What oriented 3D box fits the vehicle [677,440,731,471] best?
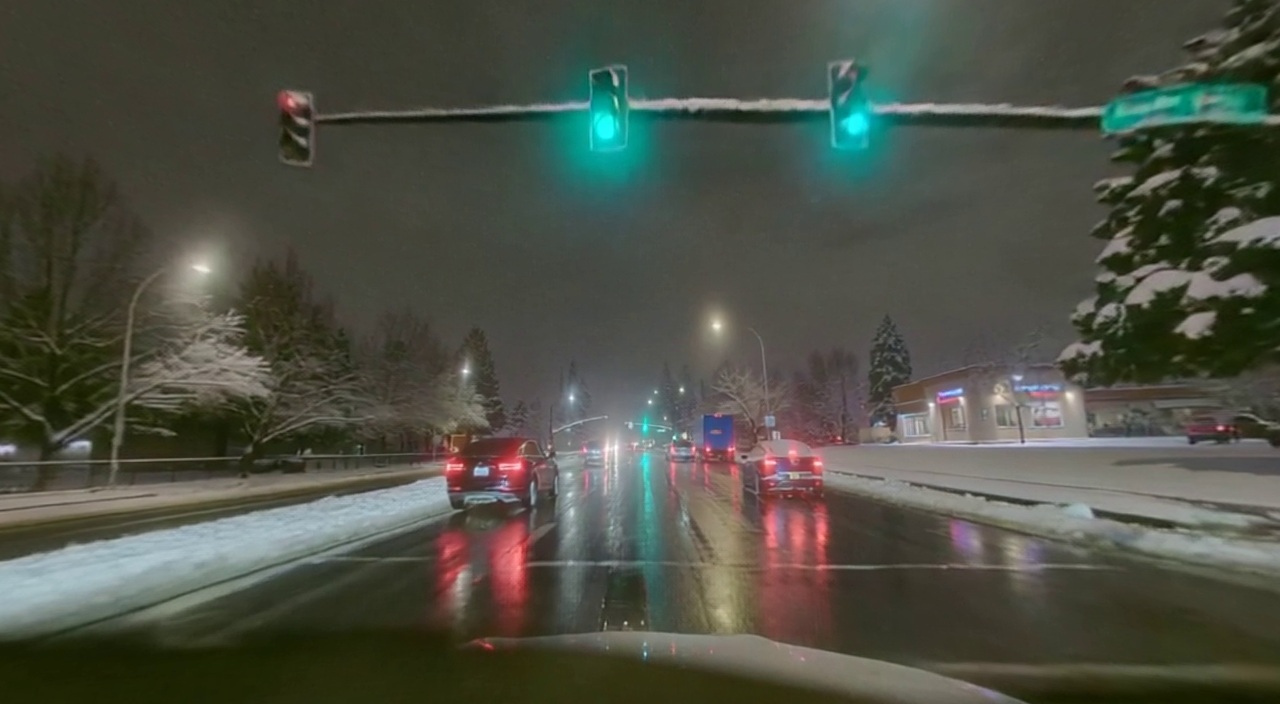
[{"bbox_3d":[3.186,5.299,32.397,2.020,1.461,4.326,0,-8,-4],"label":"vehicle"}]

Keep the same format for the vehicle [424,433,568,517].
[{"bbox_3d":[-2.908,2.594,13.840,2.003,1.509,4.396,-1,-8,2],"label":"vehicle"}]

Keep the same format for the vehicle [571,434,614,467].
[{"bbox_3d":[-2.714,5.761,36.998,2.137,1.796,4.304,0,-8,1],"label":"vehicle"}]

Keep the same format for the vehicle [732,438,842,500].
[{"bbox_3d":[3.805,3.099,17.123,1.972,1.452,4.189,0,-8,0],"label":"vehicle"}]

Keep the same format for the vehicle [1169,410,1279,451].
[{"bbox_3d":[40.247,5.485,43.385,2.787,2.561,5.416,-1,-9,1],"label":"vehicle"}]
